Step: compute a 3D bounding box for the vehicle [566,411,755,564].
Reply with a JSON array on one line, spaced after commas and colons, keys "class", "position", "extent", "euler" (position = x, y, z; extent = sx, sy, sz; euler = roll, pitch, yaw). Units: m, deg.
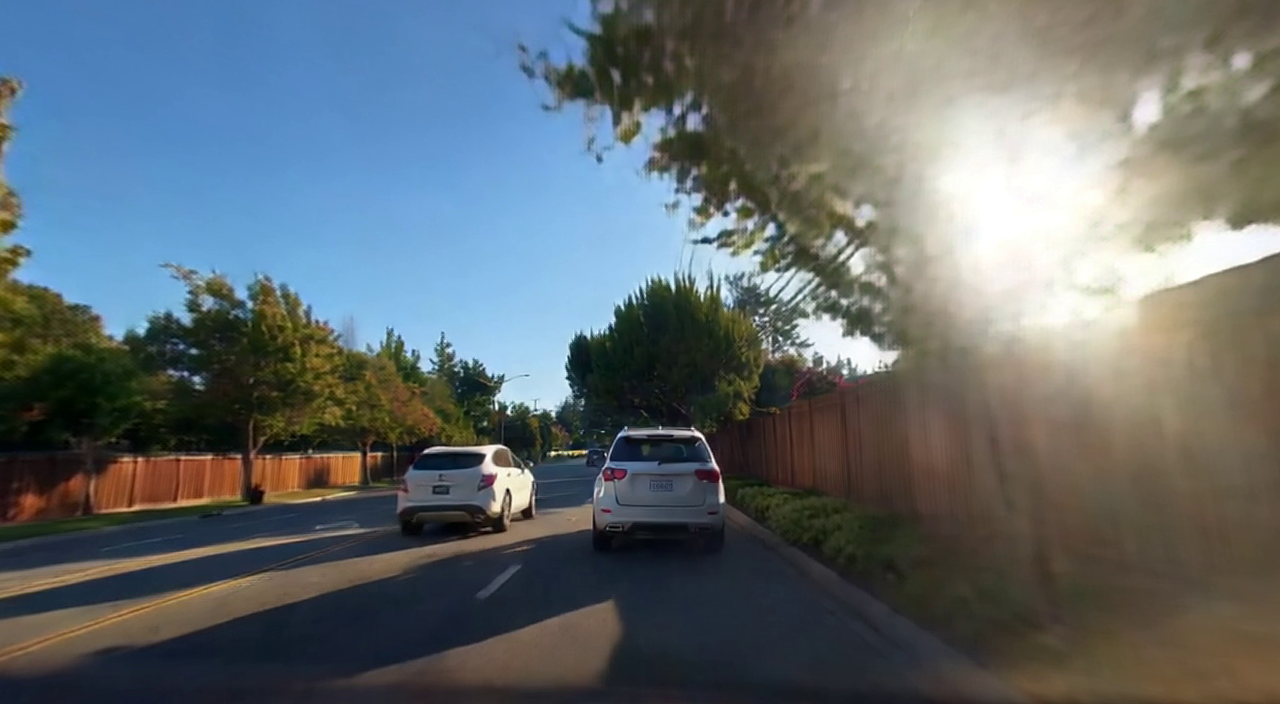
[{"class": "vehicle", "position": [0.233, 1.878, 9.404], "extent": [2.174, 1.749, 4.113], "euler": [0, -9, 0]}]

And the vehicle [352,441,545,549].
[{"class": "vehicle", "position": [-2.992, 2.306, 10.866], "extent": [1.979, 1.489, 4.006], "euler": [0, -9, 1]}]
